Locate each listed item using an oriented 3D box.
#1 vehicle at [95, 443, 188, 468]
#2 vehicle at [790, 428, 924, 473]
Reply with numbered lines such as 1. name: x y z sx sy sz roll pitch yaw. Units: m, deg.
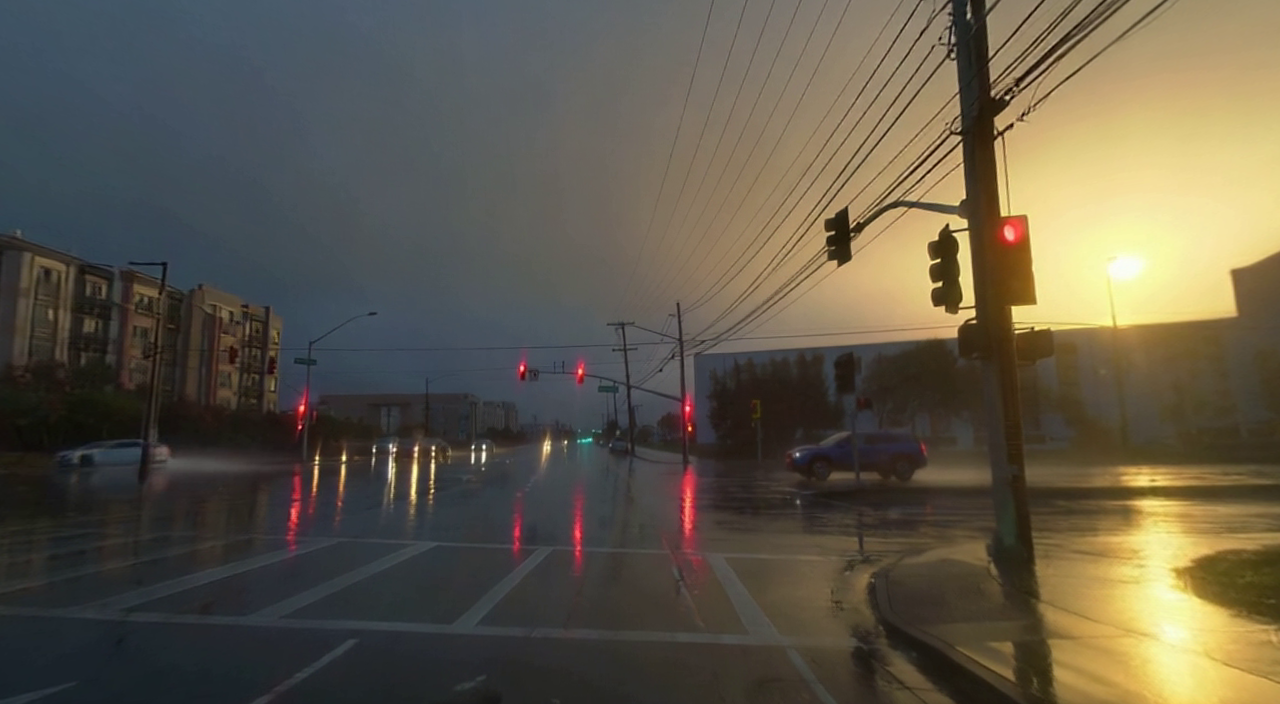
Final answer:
1. vehicle: -31.803 6.596 40.207 4.529 1.566 1.842 -1 -9 6
2. vehicle: 8.703 4.017 25.731 4.884 1.714 2.021 -2 -9 12
